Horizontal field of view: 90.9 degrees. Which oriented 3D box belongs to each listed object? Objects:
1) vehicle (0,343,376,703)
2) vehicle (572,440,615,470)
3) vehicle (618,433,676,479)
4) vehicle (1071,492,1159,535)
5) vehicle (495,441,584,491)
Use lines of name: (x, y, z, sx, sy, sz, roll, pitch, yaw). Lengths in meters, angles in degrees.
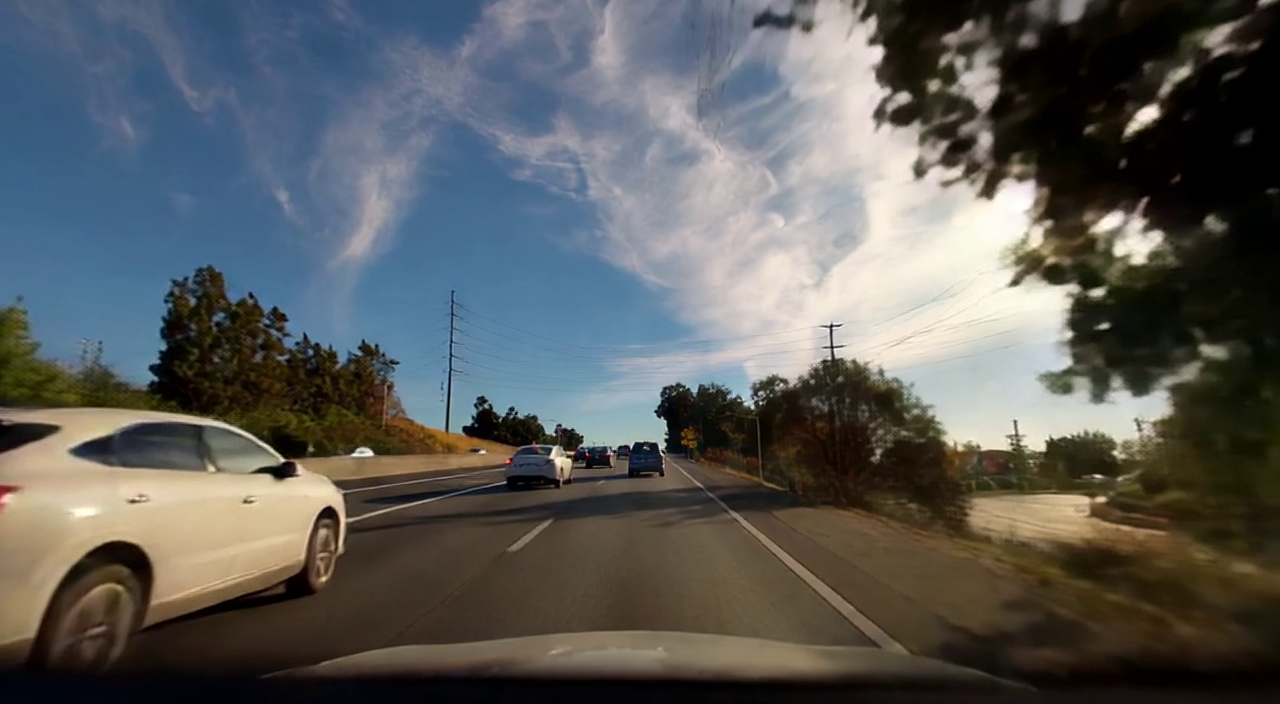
vehicle: (-3.791, 1.057, 4.104, 2.104, 1.754, 4.515, 0, -8, 1)
vehicle: (-2.781, 6.315, 38.763, 2.051, 1.695, 4.731, -1, -8, 3)
vehicle: (0.326, 4.471, 27.401, 2.319, 1.813, 4.274, 0, -8, 1)
vehicle: (30.543, 10.355, 40.838, 2.164, 2.048, 5.656, -2, -8, 11)
vehicle: (-3.184, 3.702, 20.912, 2.092, 1.464, 4.466, -1, -8, 2)
